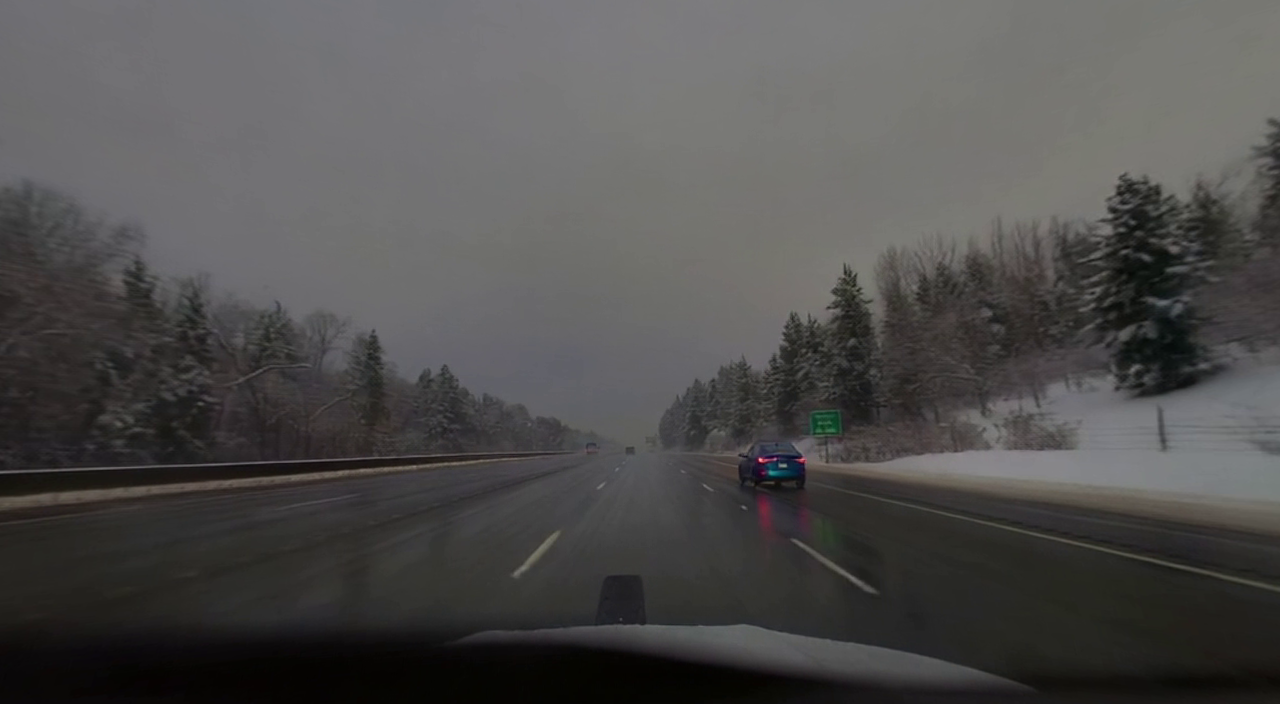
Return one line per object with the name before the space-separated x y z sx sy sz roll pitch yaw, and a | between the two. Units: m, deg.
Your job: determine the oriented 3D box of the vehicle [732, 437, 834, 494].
vehicle | 4.165 3.387 19.148 2.033 1.501 4.398 0 -9 -1
